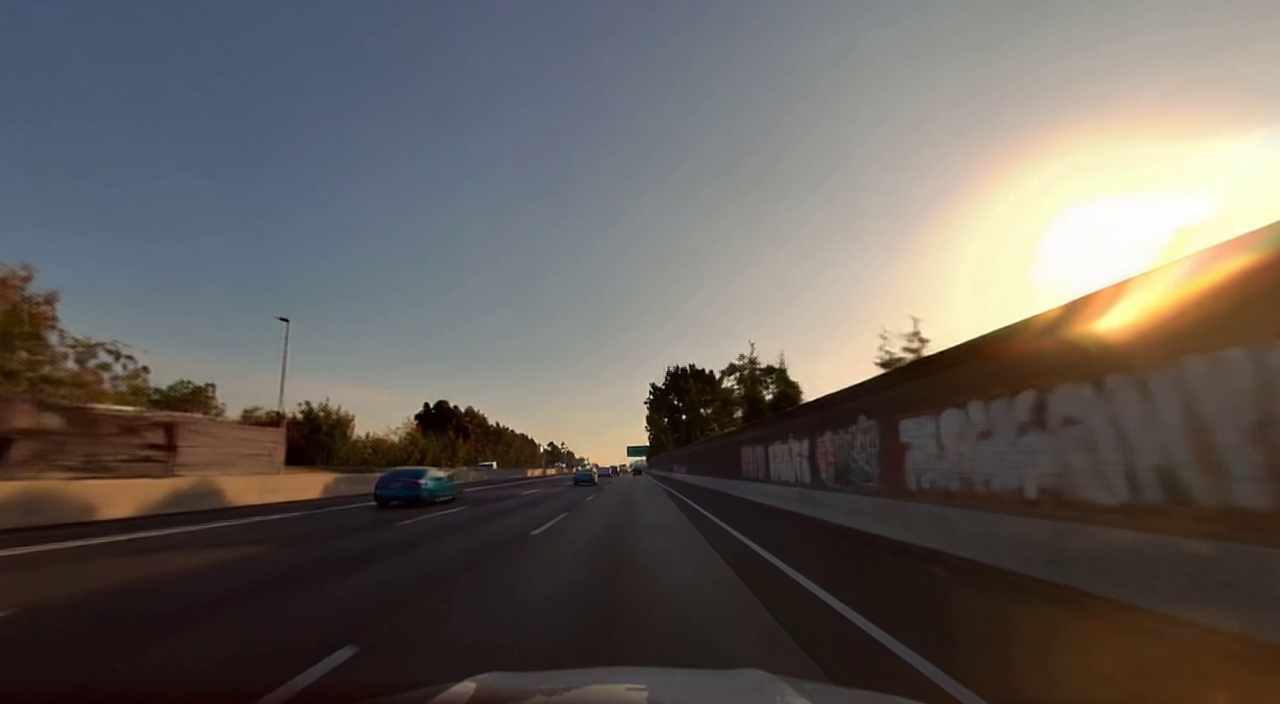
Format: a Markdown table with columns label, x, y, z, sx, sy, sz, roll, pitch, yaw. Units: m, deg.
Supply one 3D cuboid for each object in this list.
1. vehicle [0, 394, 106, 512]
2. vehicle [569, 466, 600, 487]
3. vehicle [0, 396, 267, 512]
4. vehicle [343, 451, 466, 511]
| label | x | y | z | sx | sy | sz | roll | pitch | yaw |
| --- | --- | --- | --- | --- | --- | --- | --- | --- | --- |
| vehicle | -22.884 | 3.530 | 21.966 | 2.973 | 3.888 | 5.915 | 1 | -10 | 0 |
| vehicle | -4.026 | 9.129 | 46.395 | 1.941 | 1.437 | 3.829 | 1 | -10 | 0 |
| vehicle | -23.024 | 4.811 | 28.971 | 3.153 | 4.011 | 14.034 | 1 | -10 | 0 |
| vehicle | -7.185 | 4.012 | 19.842 | 2.124 | 1.630 | 4.416 | 1 | -10 | 0 |
